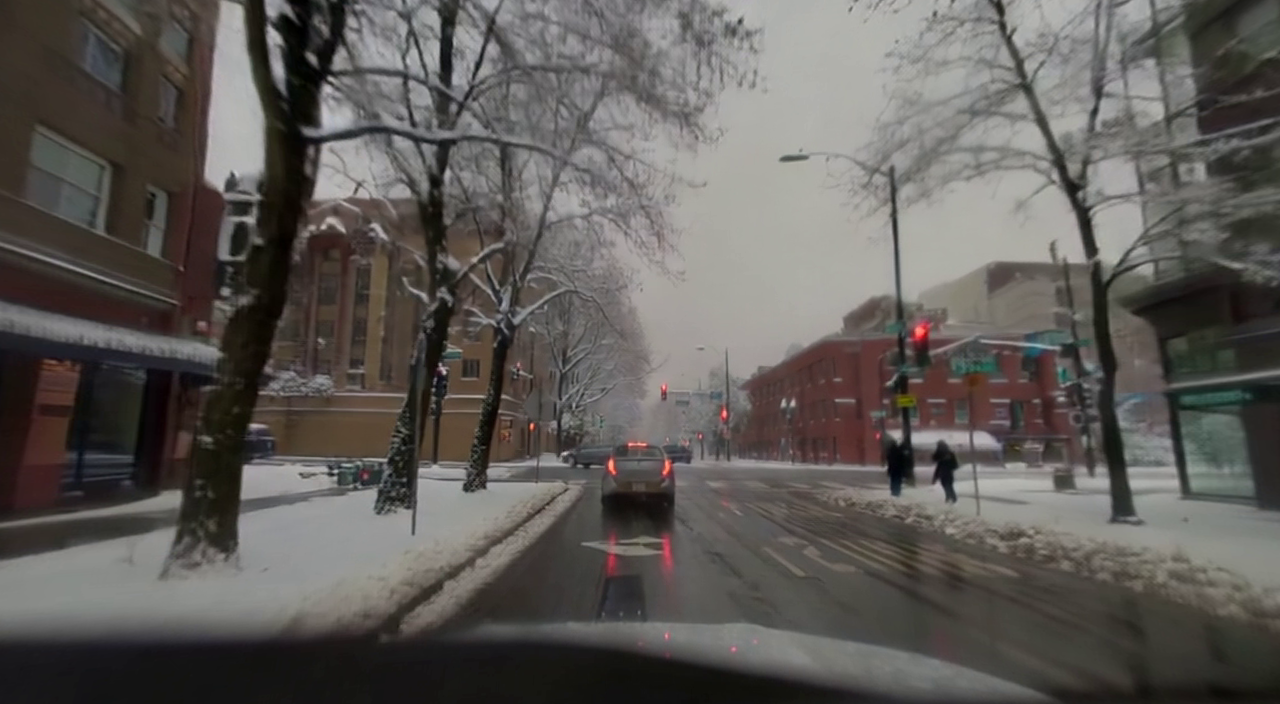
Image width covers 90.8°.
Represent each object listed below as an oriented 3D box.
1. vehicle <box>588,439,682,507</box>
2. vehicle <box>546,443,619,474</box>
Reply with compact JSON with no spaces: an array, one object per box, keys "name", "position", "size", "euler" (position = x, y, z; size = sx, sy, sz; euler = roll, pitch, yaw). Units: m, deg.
[{"name":"vehicle","position":[-0.146,3.057,16.440],"size":[2.106,1.482,4.459],"euler":[0,-9,-1]},{"name":"vehicle","position":[-3.124,5.581,33.283],"size":[1.871,1.468,4.627],"euler":[5,-10,-33]}]
